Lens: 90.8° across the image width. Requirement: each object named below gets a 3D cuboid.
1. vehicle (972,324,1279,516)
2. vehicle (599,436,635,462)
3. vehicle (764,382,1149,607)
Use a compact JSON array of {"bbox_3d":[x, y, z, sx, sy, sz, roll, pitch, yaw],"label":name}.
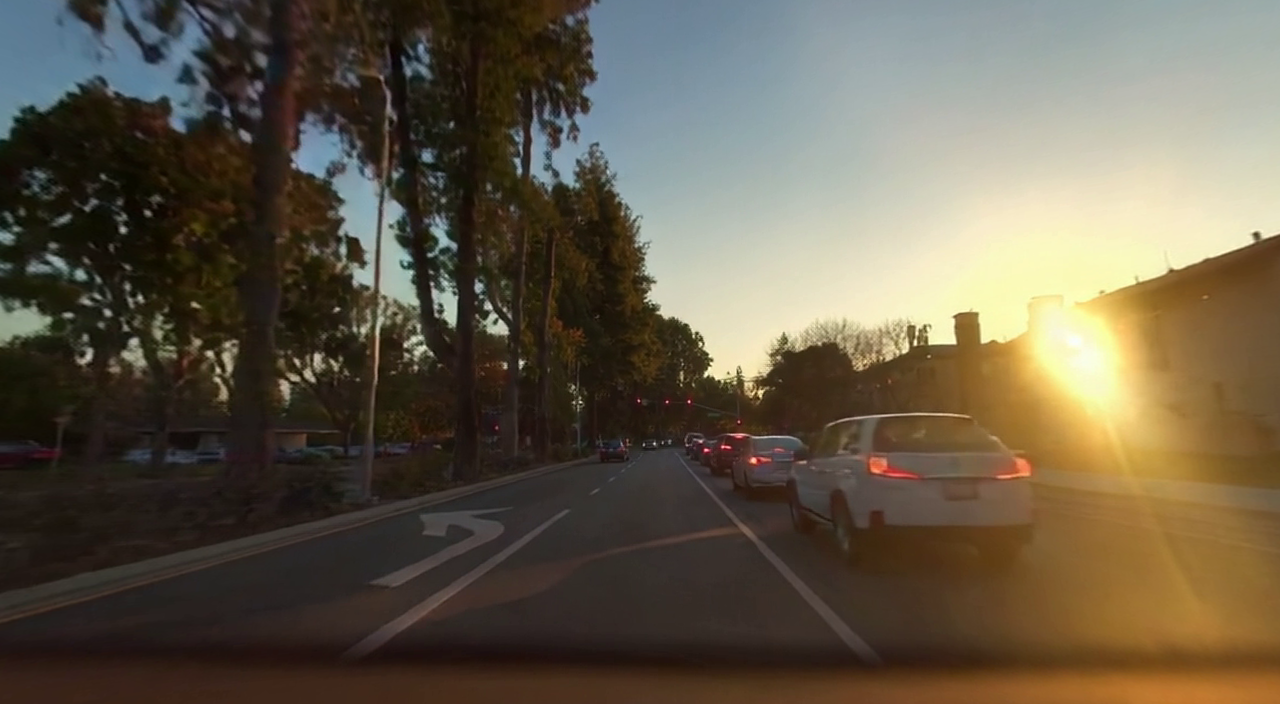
[{"bbox_3d":[6.861,1.058,9.385,1.933,2.309,3.468,0,-8,1],"label":"vehicle"},{"bbox_3d":[-1.492,6.618,43.139,2.083,1.691,4.398,-1,-8,3],"label":"vehicle"},{"bbox_3d":[2.846,1.414,7.137,2.052,1.693,4.554,0,-8,1],"label":"vehicle"}]
